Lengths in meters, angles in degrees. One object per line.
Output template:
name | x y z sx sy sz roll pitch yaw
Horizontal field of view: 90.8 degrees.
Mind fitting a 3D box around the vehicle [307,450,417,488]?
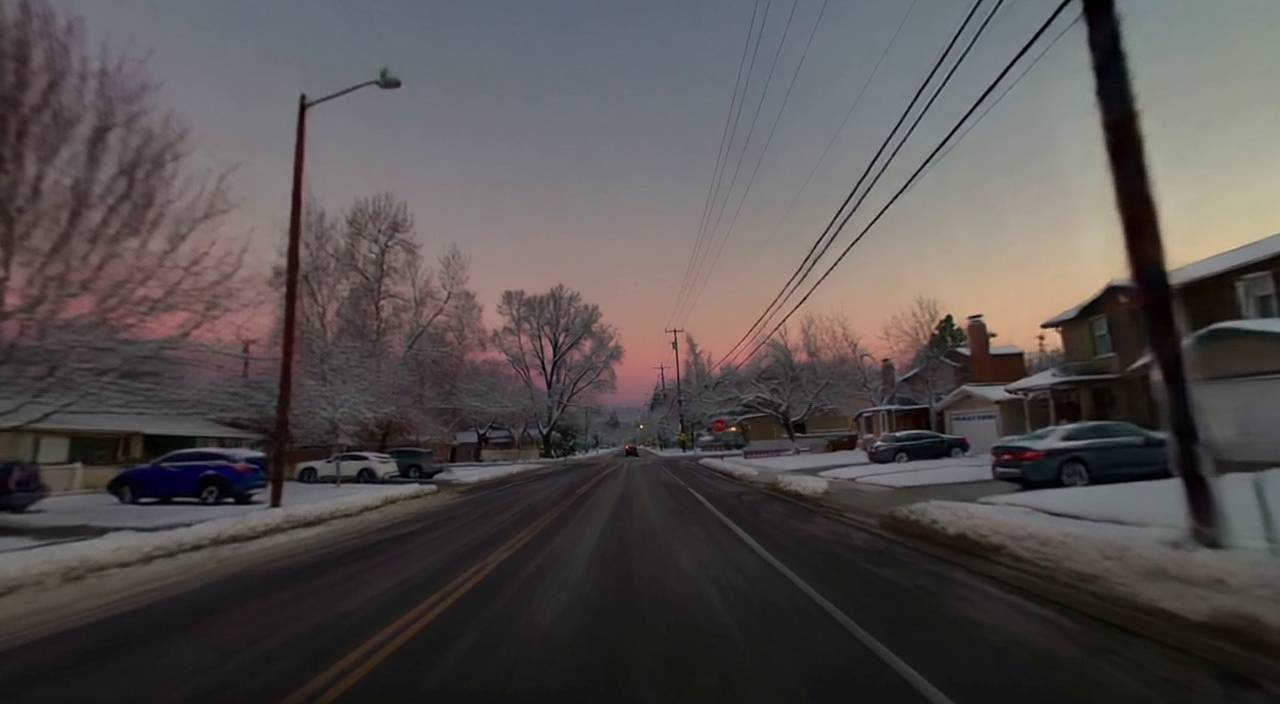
vehicle | -12.324 5.193 28.206 3.927 1.560 2.049 0 -8 0

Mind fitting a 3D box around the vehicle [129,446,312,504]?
vehicle | -12.918 3.790 19.734 4.207 1.648 1.956 1 -8 -6

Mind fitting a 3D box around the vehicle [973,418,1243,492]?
vehicle | 10.732 2.355 14.700 4.908 1.537 2.065 1 -8 -9

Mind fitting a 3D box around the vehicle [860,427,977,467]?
vehicle | 13.122 4.474 29.886 4.653 1.775 1.906 1 -9 -10
